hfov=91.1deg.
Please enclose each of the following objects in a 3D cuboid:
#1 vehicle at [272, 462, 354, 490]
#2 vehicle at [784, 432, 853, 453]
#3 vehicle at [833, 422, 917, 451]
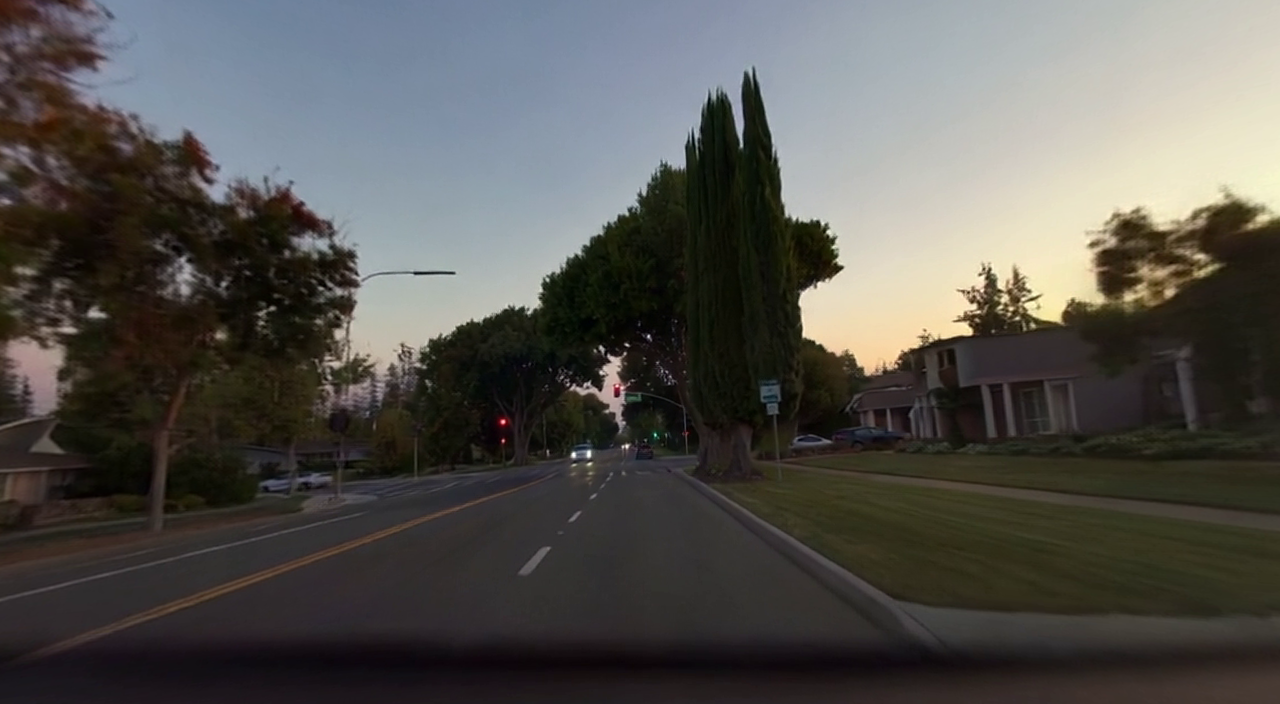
[{"bbox_3d":[-24.406,9.242,46.965,4.933,1.792,2.133,1,-8,5],"label":"vehicle"},{"bbox_3d":[13.366,6.800,47.199,4.580,1.534,1.919,0,-8,-1],"label":"vehicle"},{"bbox_3d":[14.334,5.228,38.559,4.319,1.700,2.034,0,-9,1],"label":"vehicle"}]
